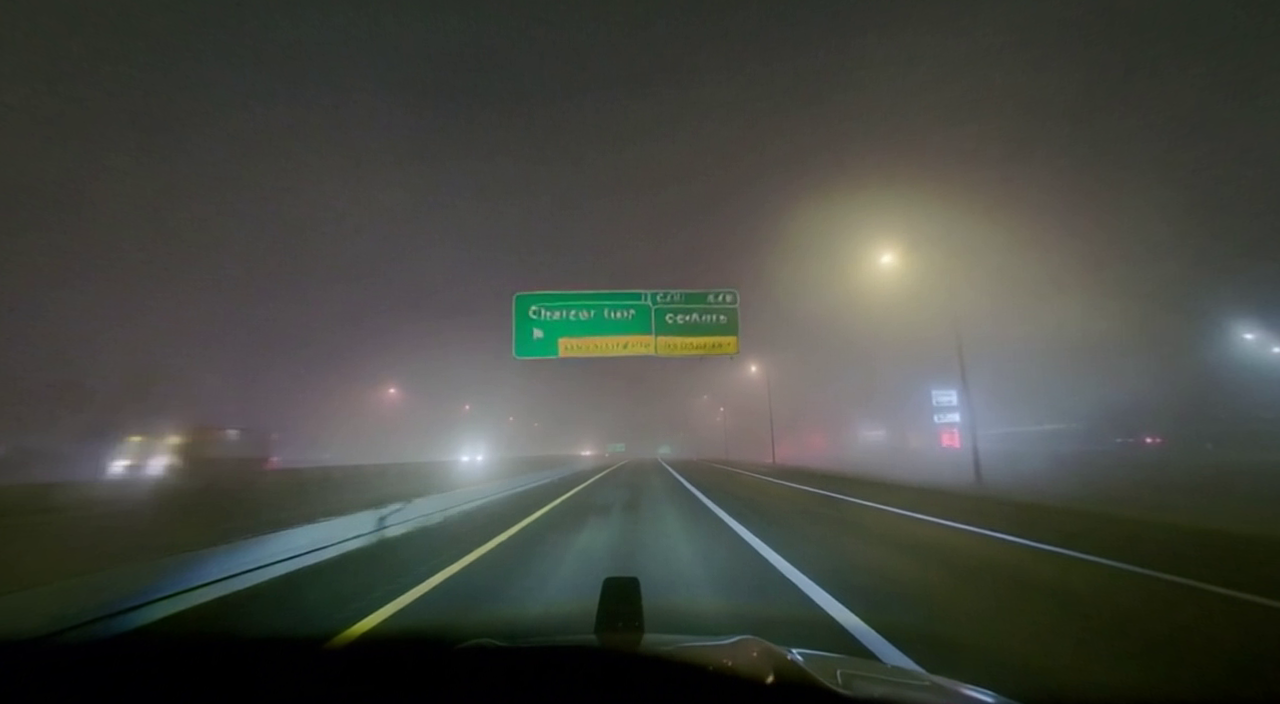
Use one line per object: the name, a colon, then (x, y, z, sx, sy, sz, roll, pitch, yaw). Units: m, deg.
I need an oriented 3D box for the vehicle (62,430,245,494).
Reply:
vehicle: (-16.961, 3.866, 22.438, 2.294, 1.994, 5.209, 0, -9, 0)
